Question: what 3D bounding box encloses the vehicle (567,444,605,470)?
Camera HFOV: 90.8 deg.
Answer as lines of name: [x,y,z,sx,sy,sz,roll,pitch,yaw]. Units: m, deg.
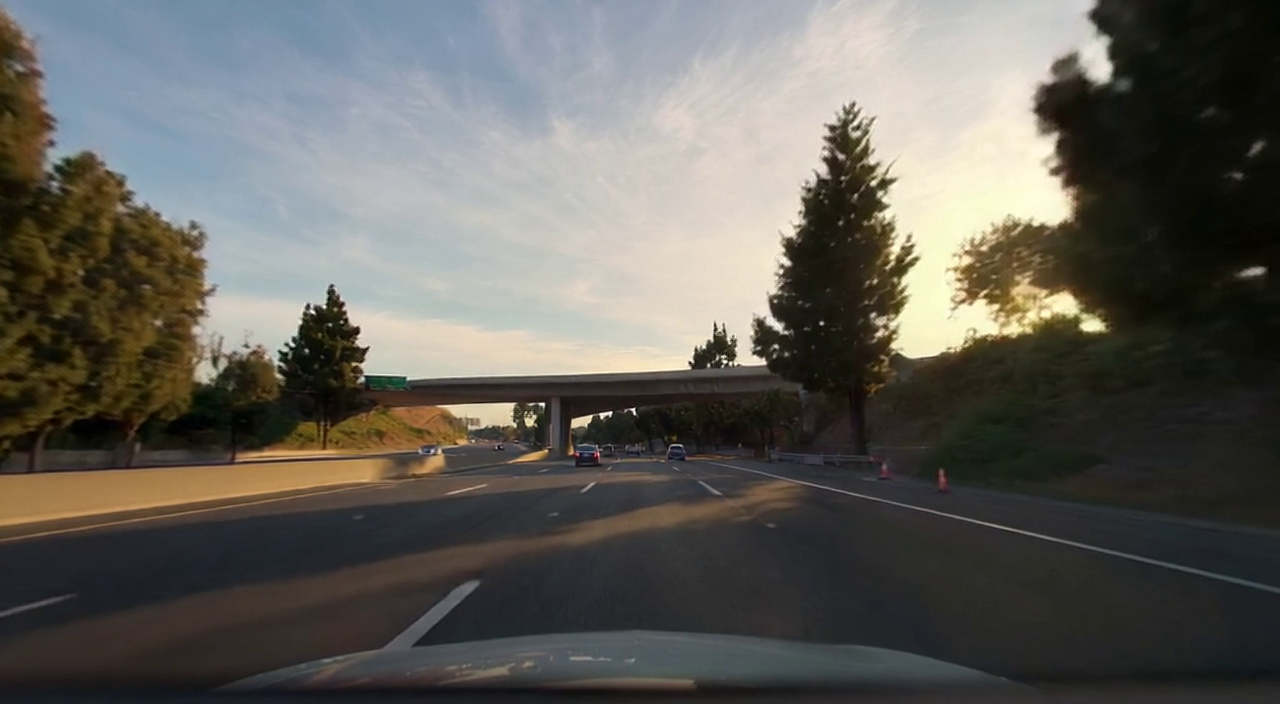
vehicle: [-3.388,6.657,40.345,2.037,1.514,4.335,-1,-9,0]
